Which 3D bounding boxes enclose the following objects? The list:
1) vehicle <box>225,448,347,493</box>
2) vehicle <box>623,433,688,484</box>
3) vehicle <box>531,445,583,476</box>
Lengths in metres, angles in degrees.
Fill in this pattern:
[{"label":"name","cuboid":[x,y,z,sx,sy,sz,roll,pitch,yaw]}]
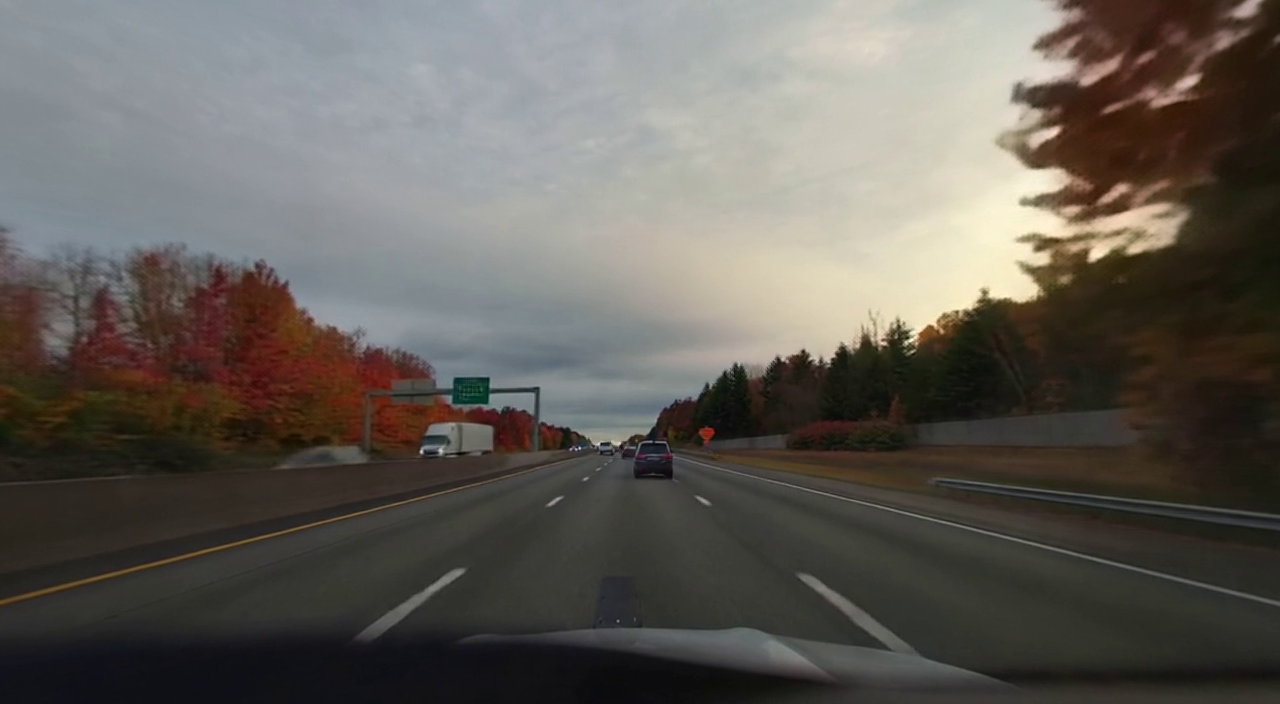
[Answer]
[{"label":"vehicle","cuboid":[-13.326,4.462,23.991,1.955,1.523,4.689,0,-9,-1]},{"label":"vehicle","cuboid":[0.483,4.016,23.832,2.250,1.718,4.358,0,-9,-1]},{"label":"vehicle","cuboid":[-4.018,5.335,31.014,2.037,1.418,3.793,0,-9,0]}]
